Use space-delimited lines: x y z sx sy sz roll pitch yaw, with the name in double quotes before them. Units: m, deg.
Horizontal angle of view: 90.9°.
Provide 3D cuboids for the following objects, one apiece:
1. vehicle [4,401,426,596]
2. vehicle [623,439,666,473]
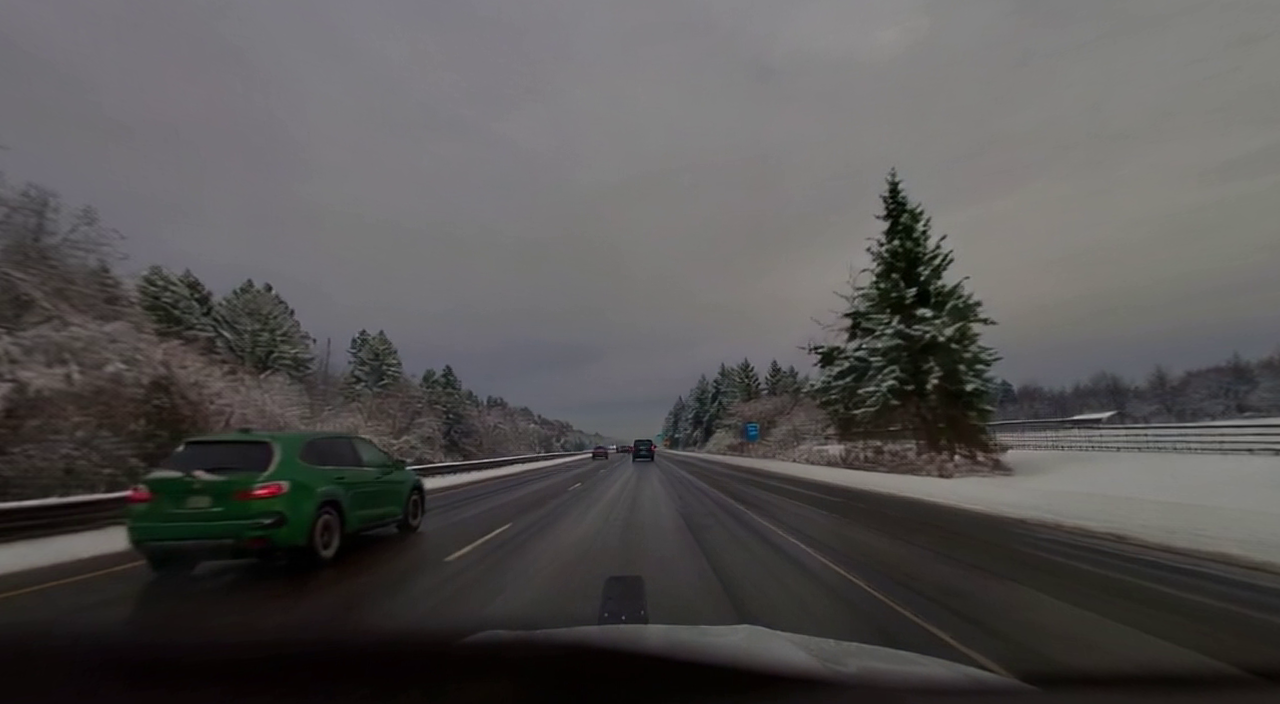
"vehicle" -4.498 1.627 7.818 2.078 1.696 4.437 0 -9 1
"vehicle" 0.222 5.640 34.217 2.172 1.687 3.929 0 -9 0
